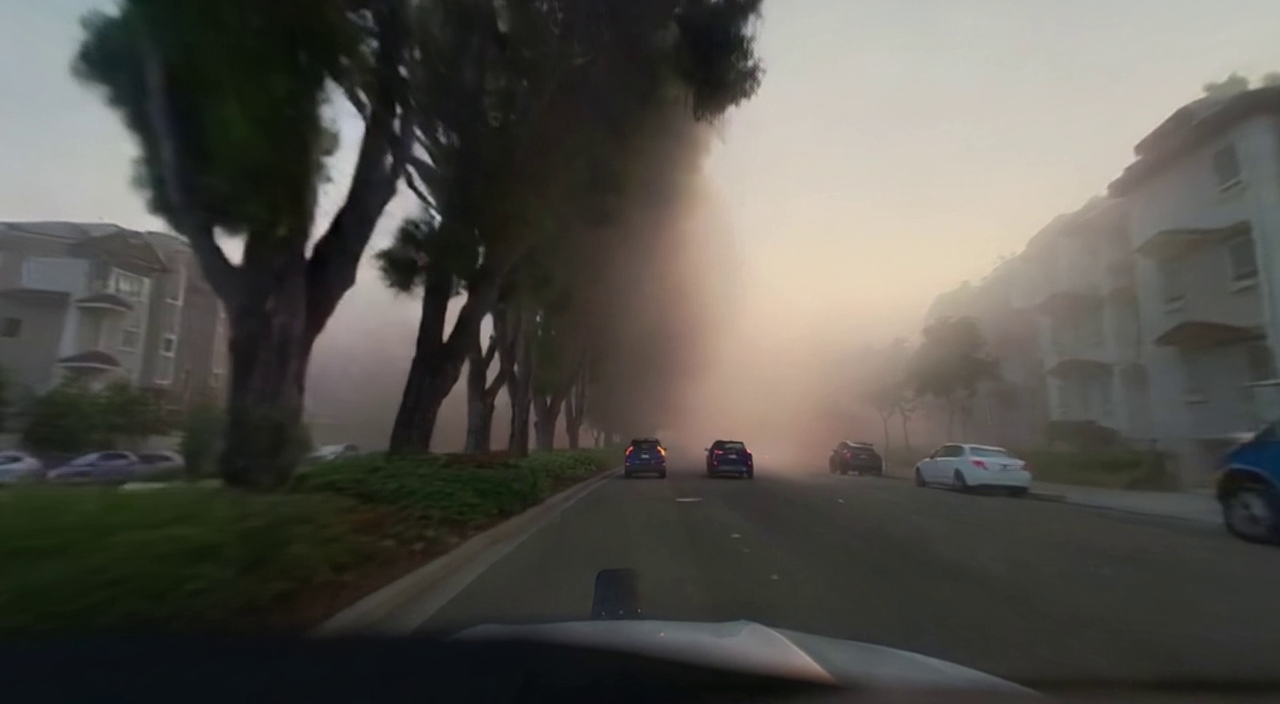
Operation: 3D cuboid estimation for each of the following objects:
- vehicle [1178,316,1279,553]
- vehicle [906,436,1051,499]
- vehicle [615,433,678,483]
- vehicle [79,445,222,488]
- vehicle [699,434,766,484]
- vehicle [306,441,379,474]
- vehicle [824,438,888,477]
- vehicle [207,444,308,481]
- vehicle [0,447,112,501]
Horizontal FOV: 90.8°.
[{"bbox_3d":[10.665,0.730,6.696,3.705,3.221,6.779,-1,-10,0],"label":"vehicle"},{"bbox_3d":[10.600,3.620,20.318,2.080,1.744,4.889,0,-8,2],"label":"vehicle"},{"bbox_3d":[0.312,4.304,25.897,2.345,1.841,5.032,0,-9,2],"label":"vehicle"},{"bbox_3d":[-18.938,4.520,24.768,1.849,1.455,4.606,-2,-11,1],"label":"vehicle"},{"bbox_3d":[3.590,4.246,25.315,2.033,1.823,4.409,0,-9,0],"label":"vehicle"},{"bbox_3d":[-17.899,6.330,38.288,2.175,1.819,4.703,0,-8,-1],"label":"vehicle"},{"bbox_3d":[11.057,5.419,32.725,1.938,1.860,4.690,-1,-9,4],"label":"vehicle"},{"bbox_3d":[-18.545,5.391,30.902,2.023,1.561,4.497,-2,-10,2],"label":"vehicle"},{"bbox_3d":[-18.979,3.655,18.880,1.951,1.513,5.107,-3,-9,1],"label":"vehicle"}]
